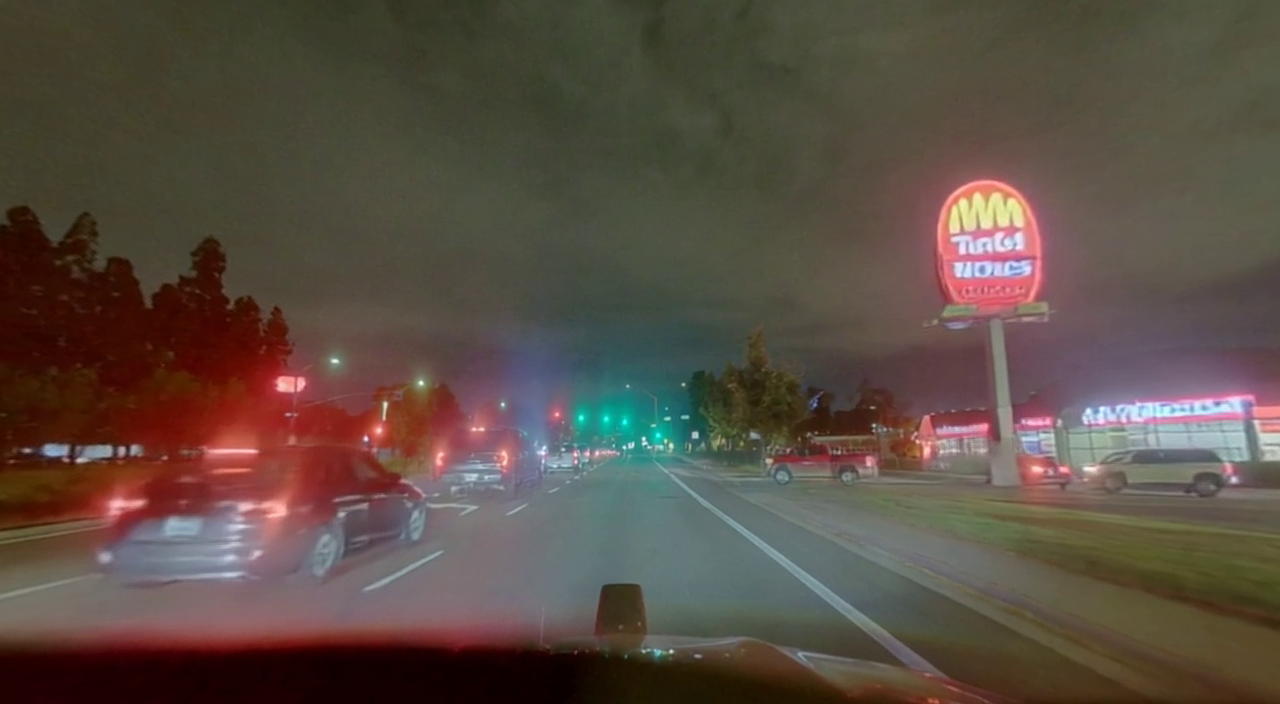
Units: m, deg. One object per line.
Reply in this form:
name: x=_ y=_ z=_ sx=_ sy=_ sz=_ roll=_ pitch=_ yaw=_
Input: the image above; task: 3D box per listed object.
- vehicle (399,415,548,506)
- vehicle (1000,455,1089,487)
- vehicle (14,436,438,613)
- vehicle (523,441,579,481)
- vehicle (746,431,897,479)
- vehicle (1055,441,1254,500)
vehicle: x=-4.394 y=3.017 z=17.972 sx=2.664 sy=2.122 sz=6.124 roll=0 pitch=-8 yaw=-1
vehicle: x=20.142 y=5.904 z=31.483 sx=1.646 sy=1.418 sz=3.910 roll=1 pitch=-8 yaw=-4
vehicle: x=-4.135 y=1.751 z=7.420 sx=2.113 sy=1.446 sz=4.309 roll=0 pitch=-8 yaw=-1
vehicle: x=-4.427 y=5.457 z=31.913 sx=2.129 sy=1.855 sz=4.414 roll=0 pitch=-8 yaw=1
vehicle: x=6.387 y=3.745 z=22.661 sx=4.813 sy=1.622 sz=2.110 roll=0 pitch=-11 yaw=4
vehicle: x=18.304 y=4.220 z=22.614 sx=5.120 sy=1.817 sz=2.154 roll=1 pitch=-8 yaw=5
